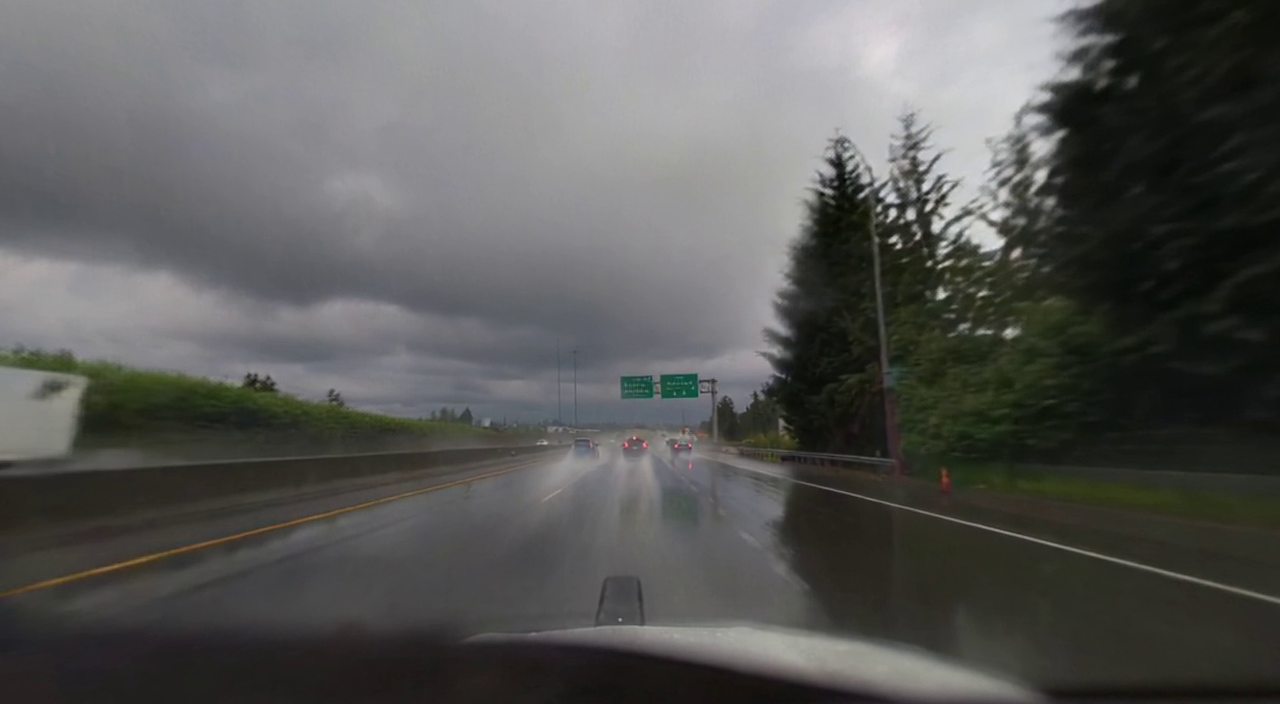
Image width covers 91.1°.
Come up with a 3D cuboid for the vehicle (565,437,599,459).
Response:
[{"bbox_3d":[-4.482,7.521,49.133,2.271,1.626,4.463,0,-8,-1],"label":"vehicle"}]

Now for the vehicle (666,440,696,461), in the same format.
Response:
[{"bbox_3d":[3.100,7.572,48.406,1.992,1.532,3.996,0,-8,-1],"label":"vehicle"}]
